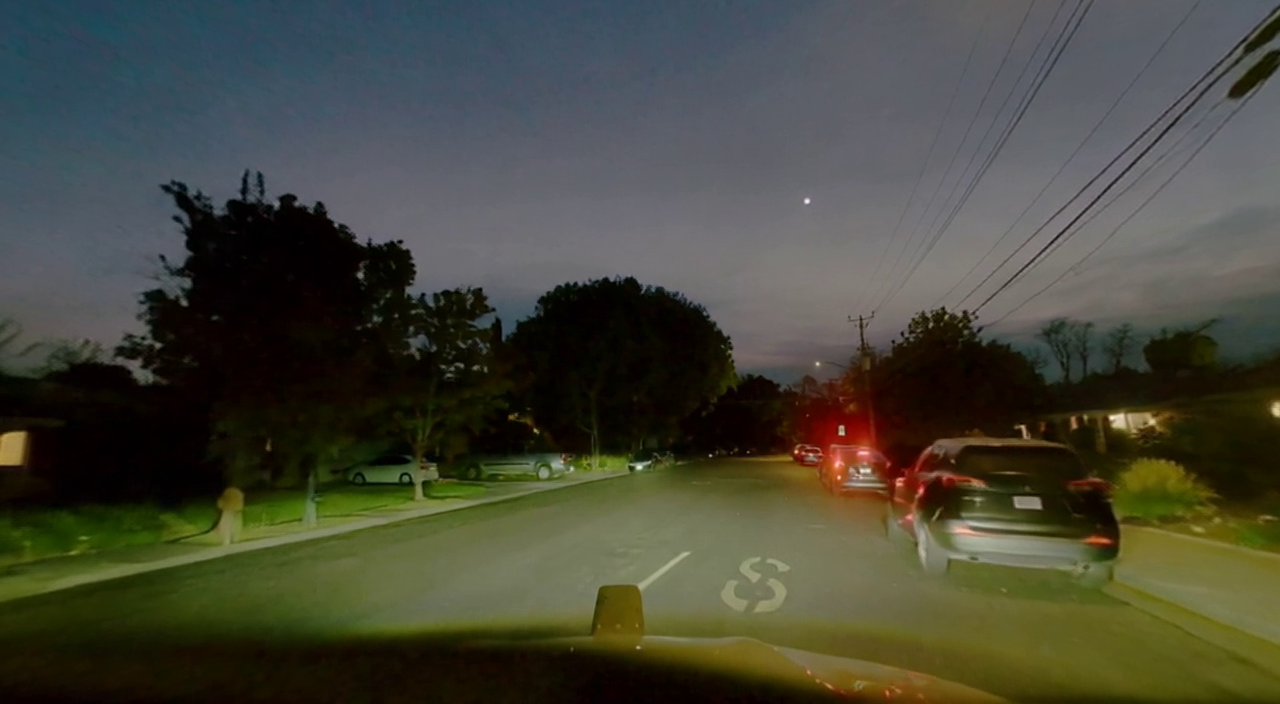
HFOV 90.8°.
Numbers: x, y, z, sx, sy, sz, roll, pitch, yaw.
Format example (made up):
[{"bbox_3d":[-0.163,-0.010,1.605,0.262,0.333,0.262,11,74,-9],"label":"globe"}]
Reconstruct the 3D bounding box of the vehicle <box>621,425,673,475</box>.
[{"bbox_3d":[0.548,6.153,39.930,2.199,2.902,5.848,-2,-9,12],"label":"vehicle"}]

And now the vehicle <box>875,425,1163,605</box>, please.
[{"bbox_3d":[4.008,1.701,7.371,1.908,1.572,3.105,-2,-9,13],"label":"vehicle"}]

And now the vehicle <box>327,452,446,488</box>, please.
[{"bbox_3d":[-10.913,5.060,27.320,4.481,1.420,1.712,-1,-9,9],"label":"vehicle"}]

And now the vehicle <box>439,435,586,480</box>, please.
[{"bbox_3d":[-6.072,5.038,30.520,6.488,2.009,2.354,-2,-9,12],"label":"vehicle"}]

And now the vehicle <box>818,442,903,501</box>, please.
[{"bbox_3d":[6.170,3.339,18.071,1.845,1.453,3.792,-2,-9,13],"label":"vehicle"}]
